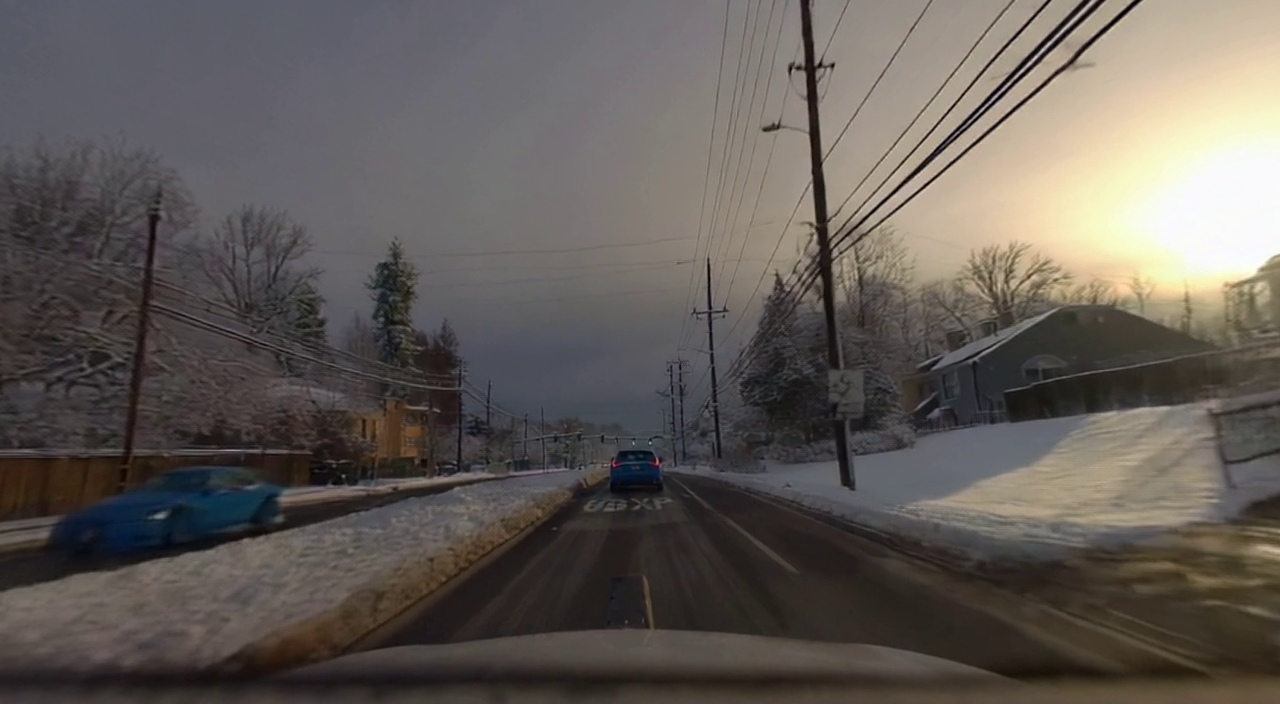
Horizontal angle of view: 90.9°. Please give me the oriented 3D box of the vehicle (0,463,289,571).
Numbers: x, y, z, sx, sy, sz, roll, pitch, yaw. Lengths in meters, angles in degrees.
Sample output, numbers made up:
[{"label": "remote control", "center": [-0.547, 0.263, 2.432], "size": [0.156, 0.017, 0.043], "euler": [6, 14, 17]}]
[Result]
[{"label": "vehicle", "center": [-9.082, 2.958, 12.092], "size": [1.960, 1.490, 4.674], "euler": [0, -8, 0]}]

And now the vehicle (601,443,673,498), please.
[{"label": "vehicle", "center": [-0.111, 3.942, 21.509], "size": [2.200, 1.653, 4.127], "euler": [0, -8, 0]}]
